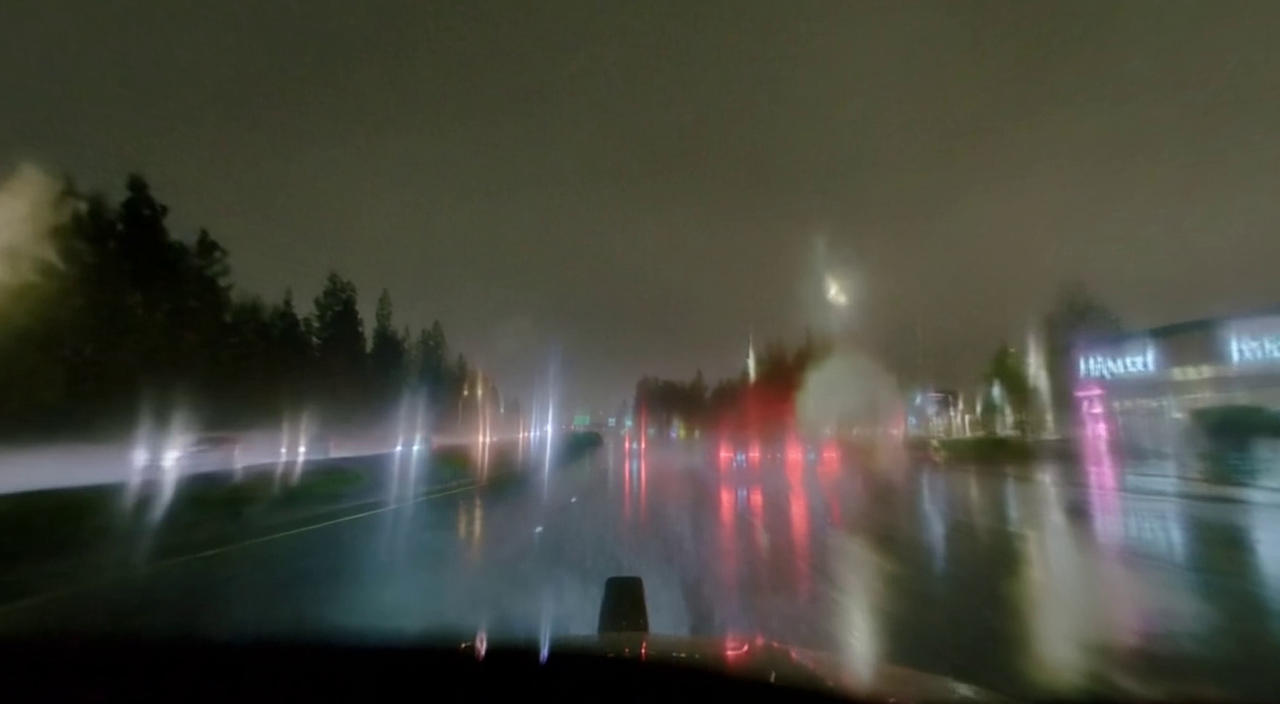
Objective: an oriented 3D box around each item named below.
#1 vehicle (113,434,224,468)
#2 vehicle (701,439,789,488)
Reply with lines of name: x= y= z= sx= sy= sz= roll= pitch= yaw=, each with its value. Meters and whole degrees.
vehicle: x=-21.897 y=4.621 z=29.543 sx=1.921 sy=1.480 sz=4.348 roll=0 pitch=-8 yaw=-2
vehicle: x=3.377 y=3.688 z=21.200 sx=2.069 sy=1.431 sz=4.313 roll=0 pitch=-8 yaw=-2
